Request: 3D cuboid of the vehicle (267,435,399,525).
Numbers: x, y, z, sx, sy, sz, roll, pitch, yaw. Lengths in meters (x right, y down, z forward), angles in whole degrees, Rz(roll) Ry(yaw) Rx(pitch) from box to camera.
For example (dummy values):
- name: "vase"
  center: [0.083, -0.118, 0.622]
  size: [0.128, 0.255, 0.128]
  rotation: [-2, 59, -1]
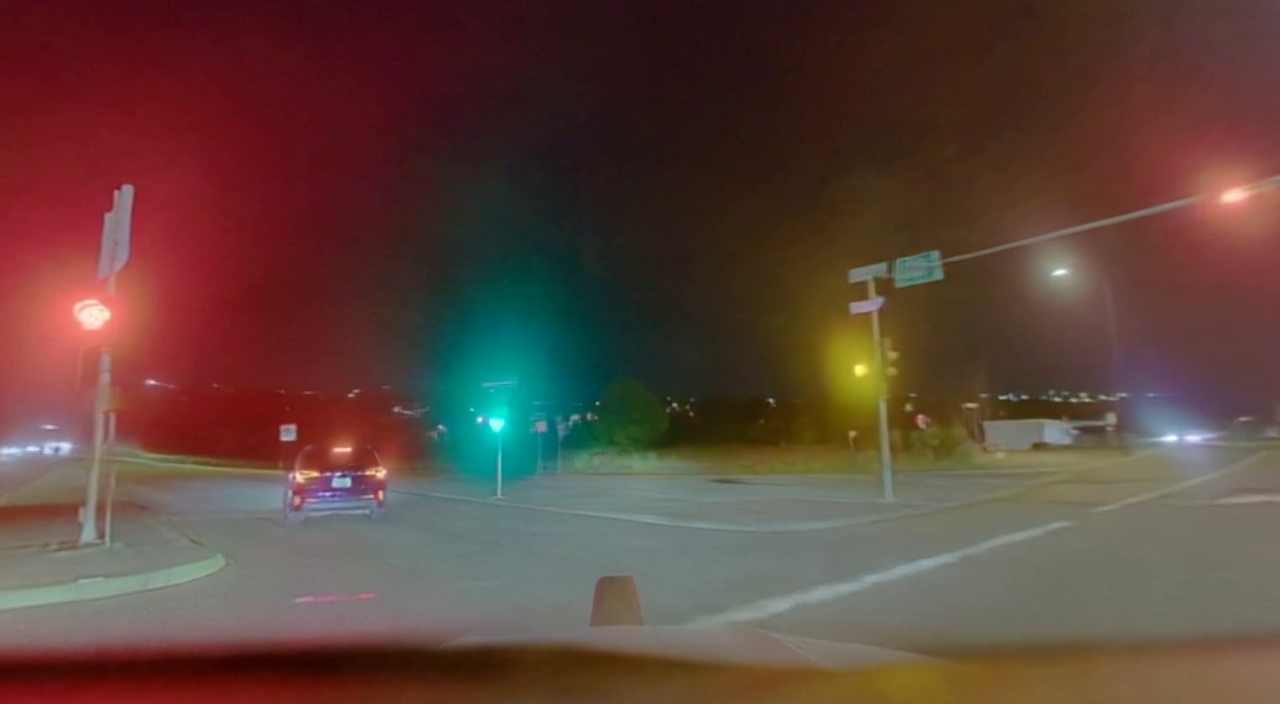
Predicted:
- name: "vehicle"
  center: [-6.410, 2.503, 12.877]
  size: [2.014, 1.525, 3.670]
  rotation: [5, -10, -31]
